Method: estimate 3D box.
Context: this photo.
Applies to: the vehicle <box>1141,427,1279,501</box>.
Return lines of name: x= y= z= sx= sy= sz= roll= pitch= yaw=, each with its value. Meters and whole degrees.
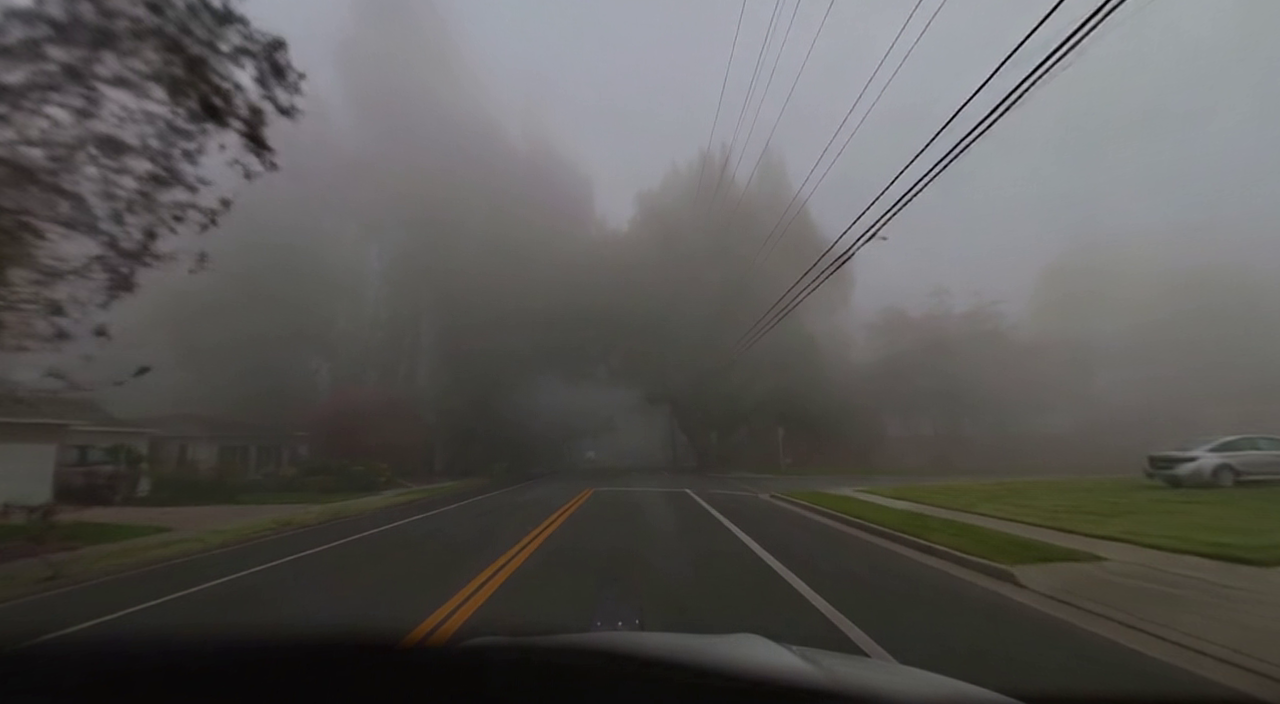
vehicle: x=15.049 y=2.586 z=15.081 sx=4.376 sy=1.488 sz=1.962 roll=-4 pitch=-9 yaw=0
